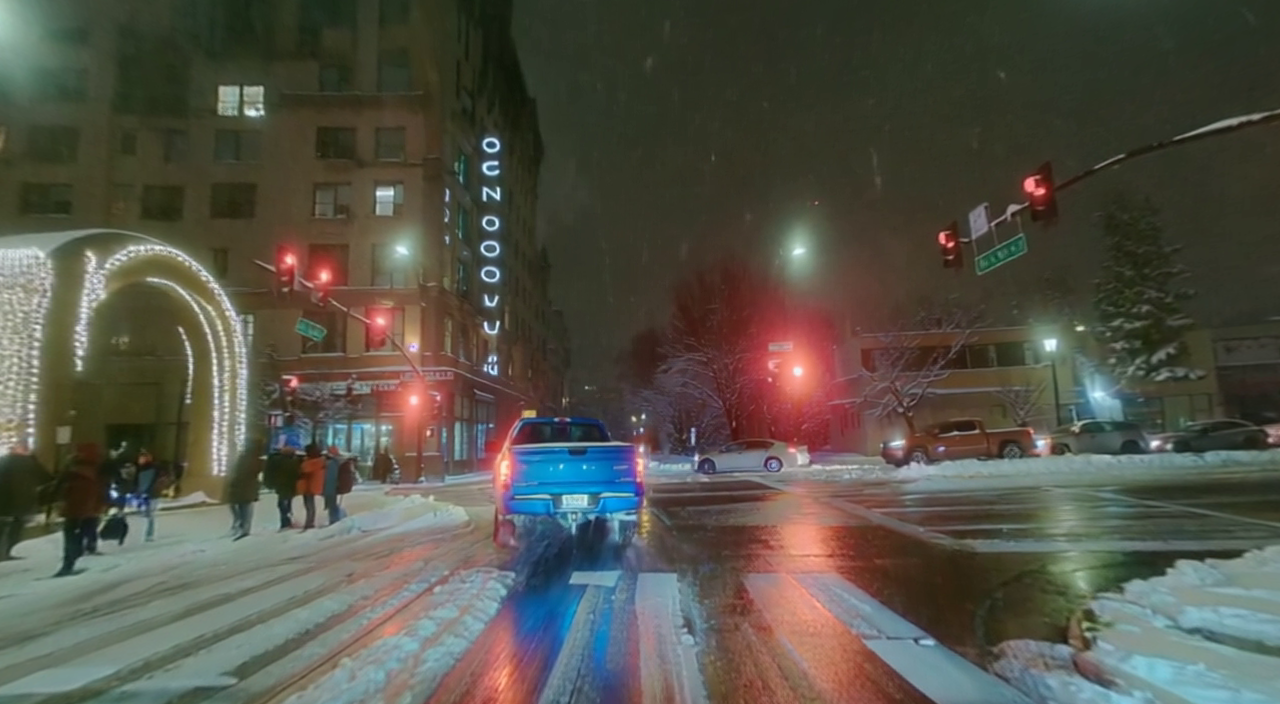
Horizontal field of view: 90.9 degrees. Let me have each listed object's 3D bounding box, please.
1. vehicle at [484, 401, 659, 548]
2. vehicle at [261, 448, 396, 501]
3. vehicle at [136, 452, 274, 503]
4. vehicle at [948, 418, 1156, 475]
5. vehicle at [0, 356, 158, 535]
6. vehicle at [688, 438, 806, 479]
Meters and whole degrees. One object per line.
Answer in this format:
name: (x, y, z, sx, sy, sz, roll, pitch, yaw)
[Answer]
vehicle: (-1.497, 2.132, 11.739, 2.477, 2.020, 5.534, 2, -9, -12)
vehicle: (-13.324, 5.226, 27.163, 4.799, 1.909, 2.011, -3, -7, 2)
vehicle: (-18.644, 5.392, 27.205, 4.398, 2.057, 1.959, 0, -9, -1)
vehicle: (11.566, 2.692, 17.931, 4.600, 1.506, 1.878, 0, -9, -1)
vehicle: (-22.353, 2.682, 18.278, 13.729, 4.662, 3.300, 0, -9, 0)
vehicle: (4.241, 4.314, 25.684, 4.515, 1.583, 1.920, -1, -9, 3)
